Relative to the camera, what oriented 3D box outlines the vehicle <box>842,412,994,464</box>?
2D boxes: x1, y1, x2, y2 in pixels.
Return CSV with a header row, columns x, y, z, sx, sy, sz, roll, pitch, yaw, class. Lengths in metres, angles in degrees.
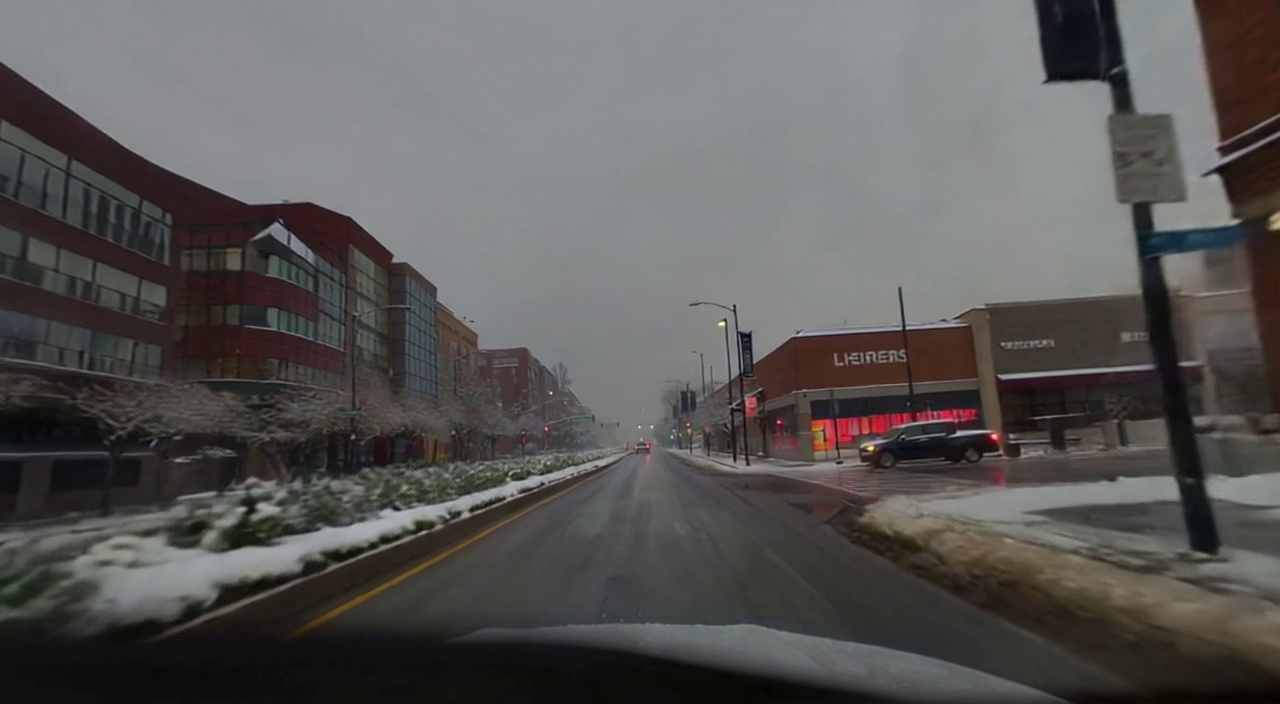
x,y,z,sx,sy,sz,roll,pitch,yaw,class
10.201,3.236,23.592,4.694,1.826,2.226,-2,-9,10,vehicle
